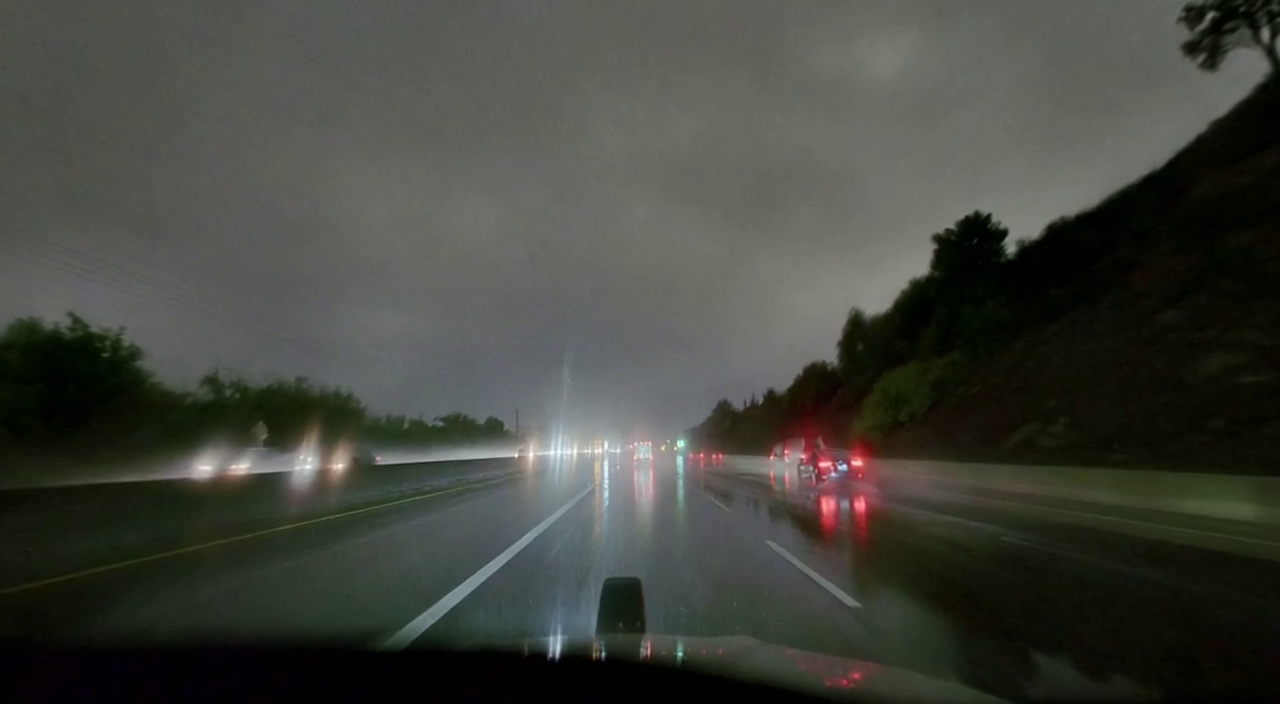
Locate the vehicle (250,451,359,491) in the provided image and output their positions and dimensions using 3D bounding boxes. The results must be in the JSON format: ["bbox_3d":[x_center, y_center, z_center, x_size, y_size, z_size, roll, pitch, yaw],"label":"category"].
[{"bbox_3d":[-14.402,5.101,27.437,2.153,1.568,4.661,0,-9,0],"label":"vehicle"}]

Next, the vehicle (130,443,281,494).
[{"bbox_3d":[-18.351,4.924,27.102,2.382,1.912,5.699,0,-9,1],"label":"vehicle"}]

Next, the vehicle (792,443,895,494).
[{"bbox_3d":[6.607,3.818,20.963,1.976,1.495,4.217,0,-9,-1],"label":"vehicle"}]
